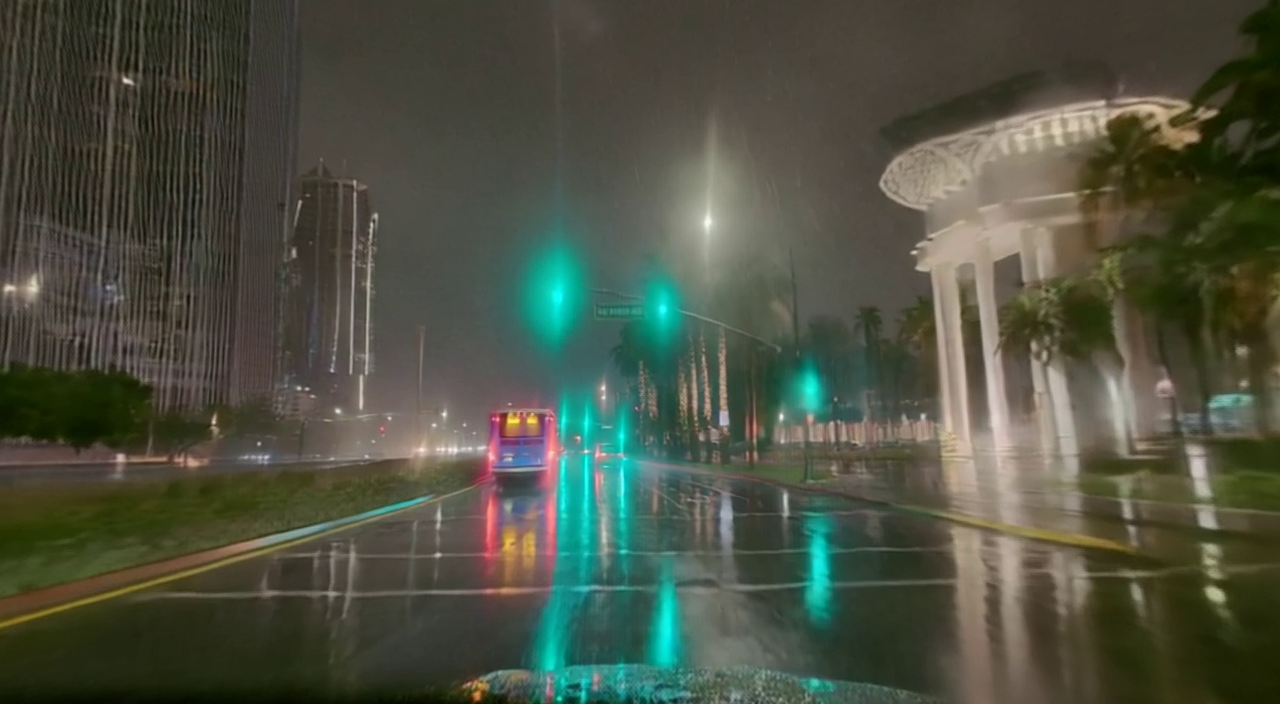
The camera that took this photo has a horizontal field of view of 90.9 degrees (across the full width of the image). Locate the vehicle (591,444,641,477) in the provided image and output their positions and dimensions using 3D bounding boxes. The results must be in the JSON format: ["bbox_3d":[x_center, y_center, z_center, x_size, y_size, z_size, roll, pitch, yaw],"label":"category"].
[{"bbox_3d":[-1.230,5.282,30.935,2.107,1.481,4.097,1,-9,-7],"label":"vehicle"}]

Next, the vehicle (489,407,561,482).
[{"bbox_3d":[-5.246,4.431,30.249,2.678,3.042,8.474,1,-8,-6],"label":"vehicle"}]
